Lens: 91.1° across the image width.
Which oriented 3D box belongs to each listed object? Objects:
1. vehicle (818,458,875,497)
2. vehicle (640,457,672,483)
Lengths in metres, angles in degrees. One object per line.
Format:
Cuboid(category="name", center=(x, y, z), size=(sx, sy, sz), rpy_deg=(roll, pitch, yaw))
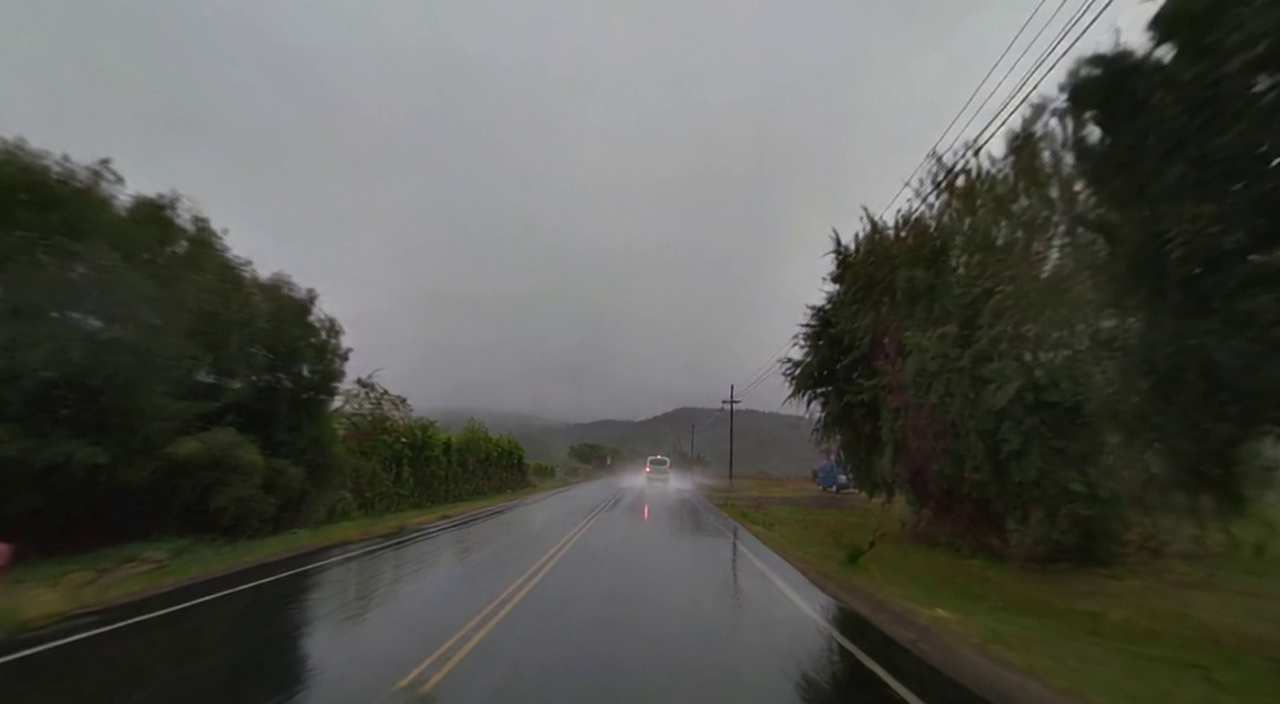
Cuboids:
Cuboid(category="vehicle", center=(11.250, 6.855, 34.593), size=(2.077, 1.919, 4.690), rpy_deg=(-3, -10, 8))
Cuboid(category="vehicle", center=(1.189, 9.005, 48.165), size=(2.319, 1.843, 4.513), rpy_deg=(1, -10, 1))
